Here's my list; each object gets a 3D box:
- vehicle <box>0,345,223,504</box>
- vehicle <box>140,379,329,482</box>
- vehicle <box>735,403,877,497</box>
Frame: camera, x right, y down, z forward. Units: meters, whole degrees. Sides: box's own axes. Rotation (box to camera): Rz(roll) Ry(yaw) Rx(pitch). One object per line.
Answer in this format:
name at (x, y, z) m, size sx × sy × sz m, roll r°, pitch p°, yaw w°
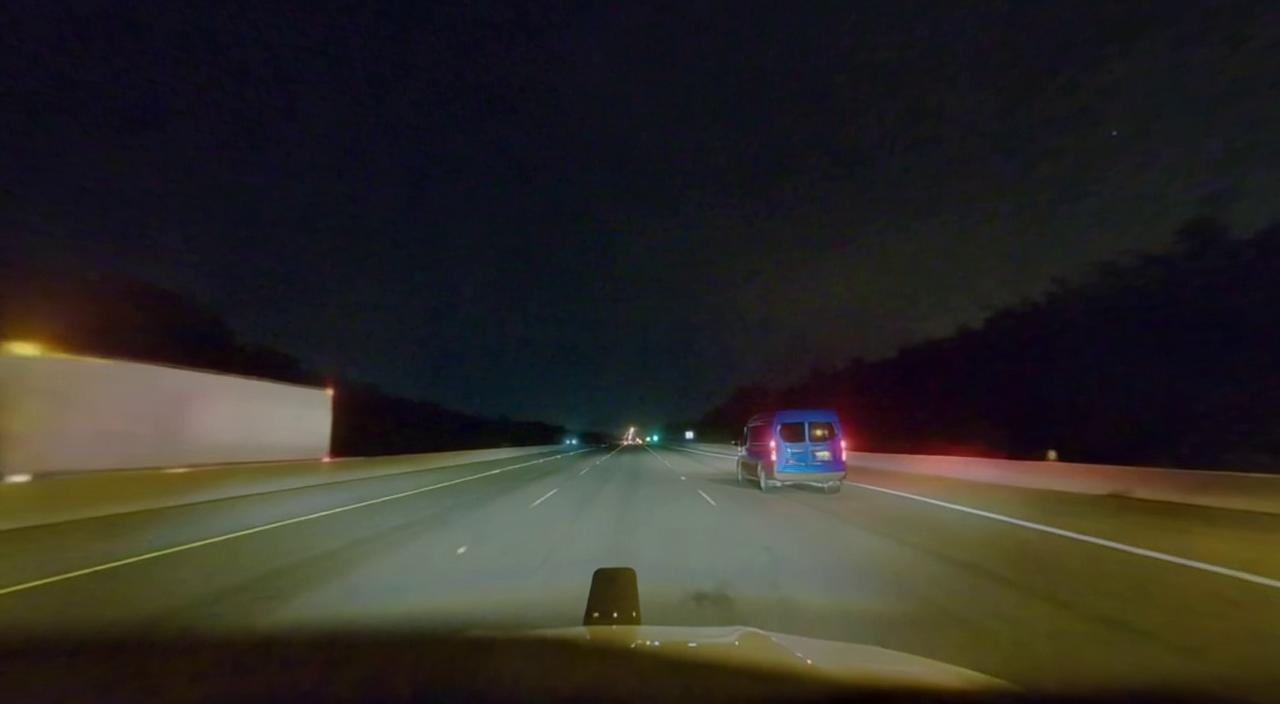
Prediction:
vehicle at (-17.144, 2.198, 18.298) m, size 3.018 × 3.854 × 10.404 m, roll 0°, pitch -8°, yaw -1°
vehicle at (-17.263, 3.520, 27.787) m, size 2.854 × 3.820 × 8.298 m, roll 0°, pitch -8°, yaw -1°
vehicle at (3.929, 2.433, 15.902) m, size 2.161 × 2.002 × 4.631 m, roll 0°, pitch -8°, yaw -2°
